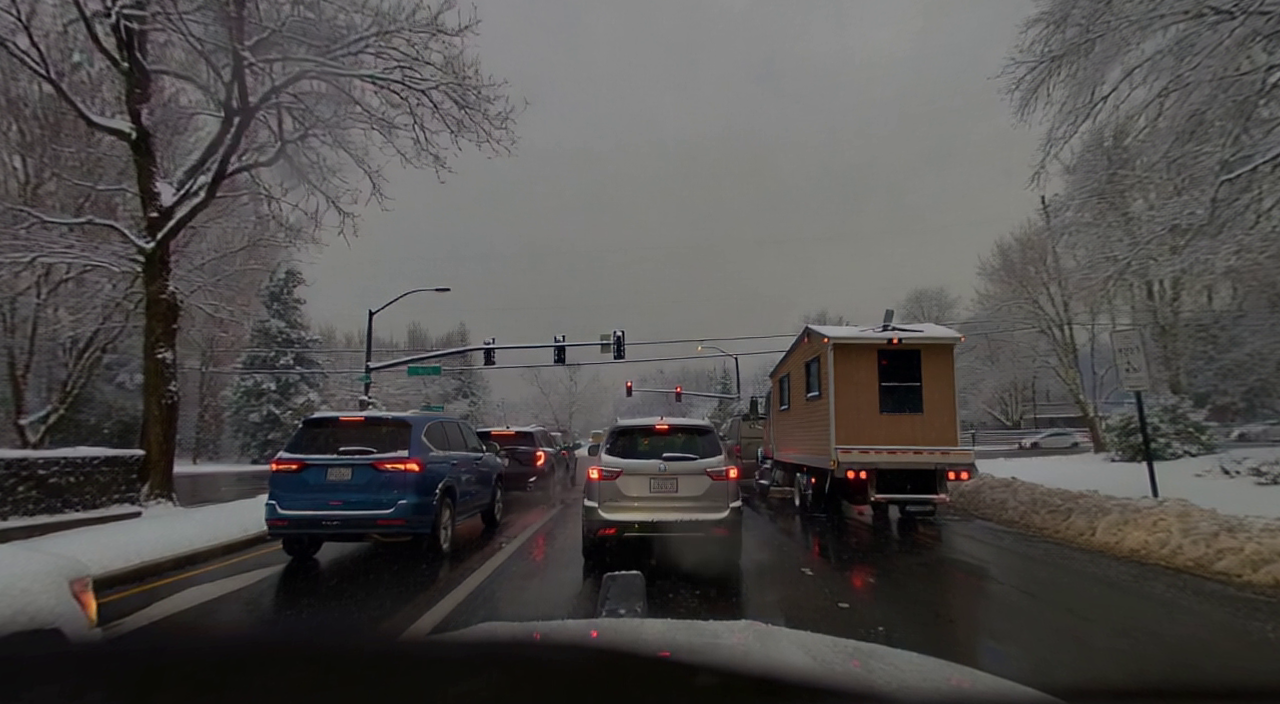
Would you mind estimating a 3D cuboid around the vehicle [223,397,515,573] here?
[{"bbox_3d":[-3.266,1.713,8.843,2.085,1.812,4.388,0,-9,0],"label":"vehicle"}]

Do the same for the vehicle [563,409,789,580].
[{"bbox_3d":[0.357,1.701,8.304,2.189,1.649,4.171,0,-9,0],"label":"vehicle"}]

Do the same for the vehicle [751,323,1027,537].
[{"bbox_3d":[3.683,1.402,10.996,2.531,2.750,5.595,0,-9,1],"label":"vehicle"}]

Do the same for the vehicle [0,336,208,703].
[{"bbox_3d":[-3.424,0.672,1.469,1.952,1.730,4.116,0,-9,-1],"label":"vehicle"}]

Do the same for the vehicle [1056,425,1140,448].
[{"bbox_3d":[33.154,6.152,45.883,4.671,1.595,1.824,-6,-10,31],"label":"vehicle"}]
